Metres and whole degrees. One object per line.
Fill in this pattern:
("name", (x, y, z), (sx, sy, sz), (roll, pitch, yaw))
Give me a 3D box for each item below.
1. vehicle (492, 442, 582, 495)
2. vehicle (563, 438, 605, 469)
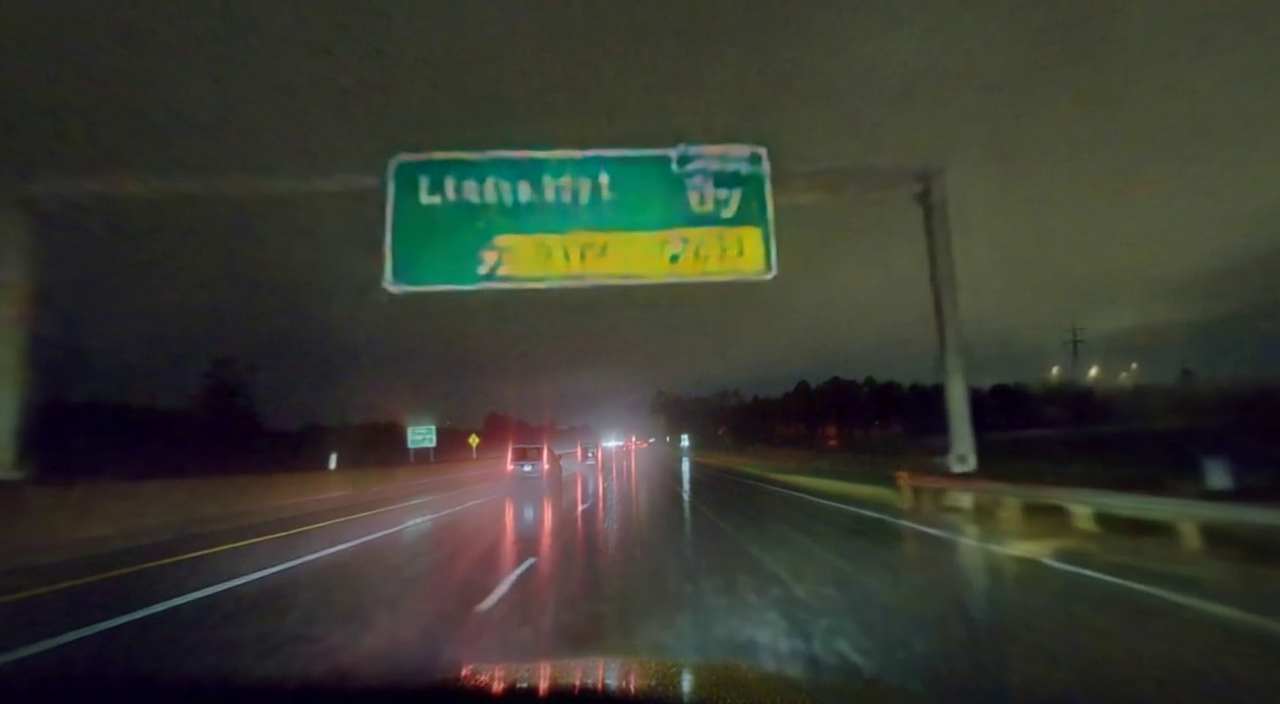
("vehicle", (-3.191, 3.725, 20.537), (2.044, 1.527, 4.607), (0, -9, 1))
("vehicle", (-3.458, 6.357, 39.492), (2.177, 1.852, 4.427), (0, -9, 1))
